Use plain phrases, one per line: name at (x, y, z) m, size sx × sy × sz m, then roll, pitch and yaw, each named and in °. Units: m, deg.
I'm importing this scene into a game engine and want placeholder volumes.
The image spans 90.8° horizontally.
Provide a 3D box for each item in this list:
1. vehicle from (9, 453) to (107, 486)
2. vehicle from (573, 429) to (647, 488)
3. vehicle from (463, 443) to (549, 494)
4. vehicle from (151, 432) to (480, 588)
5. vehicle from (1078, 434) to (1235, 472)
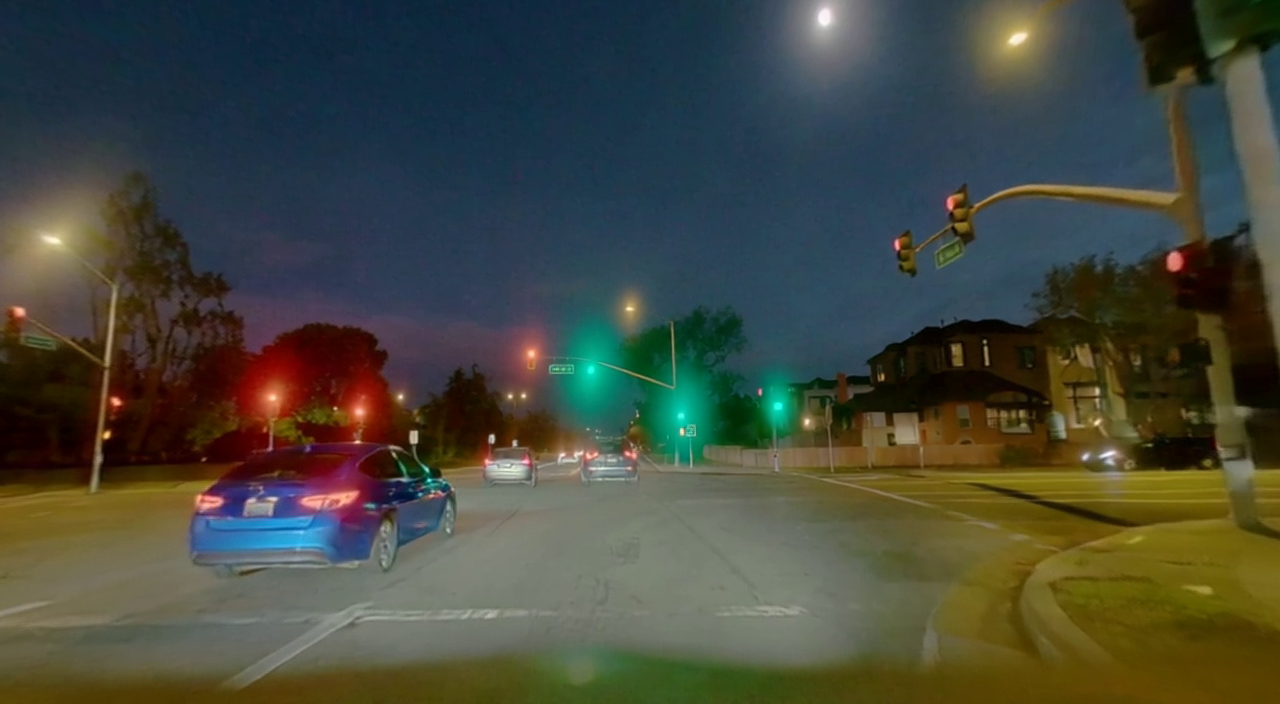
vehicle at (-32.614, 6.565, 35.575) m, size 2.113 × 1.603 × 4.222 m, roll 2°, pitch -8°, yaw -13°
vehicle at (-1.076, 3.774, 22.829) m, size 2.396 × 1.881 × 4.606 m, roll 0°, pitch -8°, yaw -2°
vehicle at (-4.206, 3.698, 20.566) m, size 1.934 × 1.459 × 4.368 m, roll 0°, pitch -8°, yaw -1°
vehicle at (-3.760, 1.879, 8.572) m, size 1.977 × 1.488 × 4.741 m, roll 0°, pitch -8°, yaw 0°
vehicle at (20.414, 4.003, 25.164) m, size 4.353 × 1.431 × 1.876 m, roll -2°, pitch -8°, yaw 12°
